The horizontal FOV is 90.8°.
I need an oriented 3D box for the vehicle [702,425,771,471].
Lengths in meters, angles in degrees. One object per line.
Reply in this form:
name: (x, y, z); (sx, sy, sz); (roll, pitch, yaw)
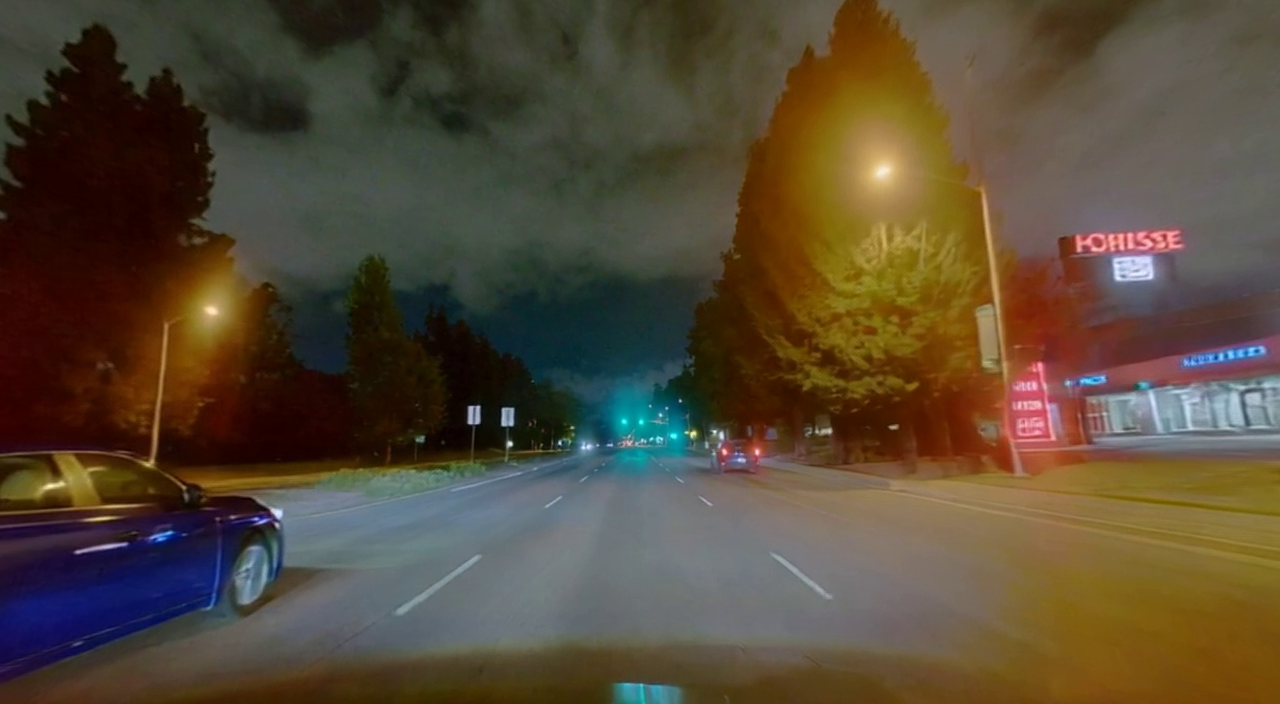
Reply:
vehicle: (4.597, 4.715, 31.141); (2.476, 2.016, 5.586); (0, -8, 0)

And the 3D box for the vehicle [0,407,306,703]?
vehicle: (-3.888, 1.047, 3.209); (2.017, 1.470, 4.293); (0, -8, 0)
